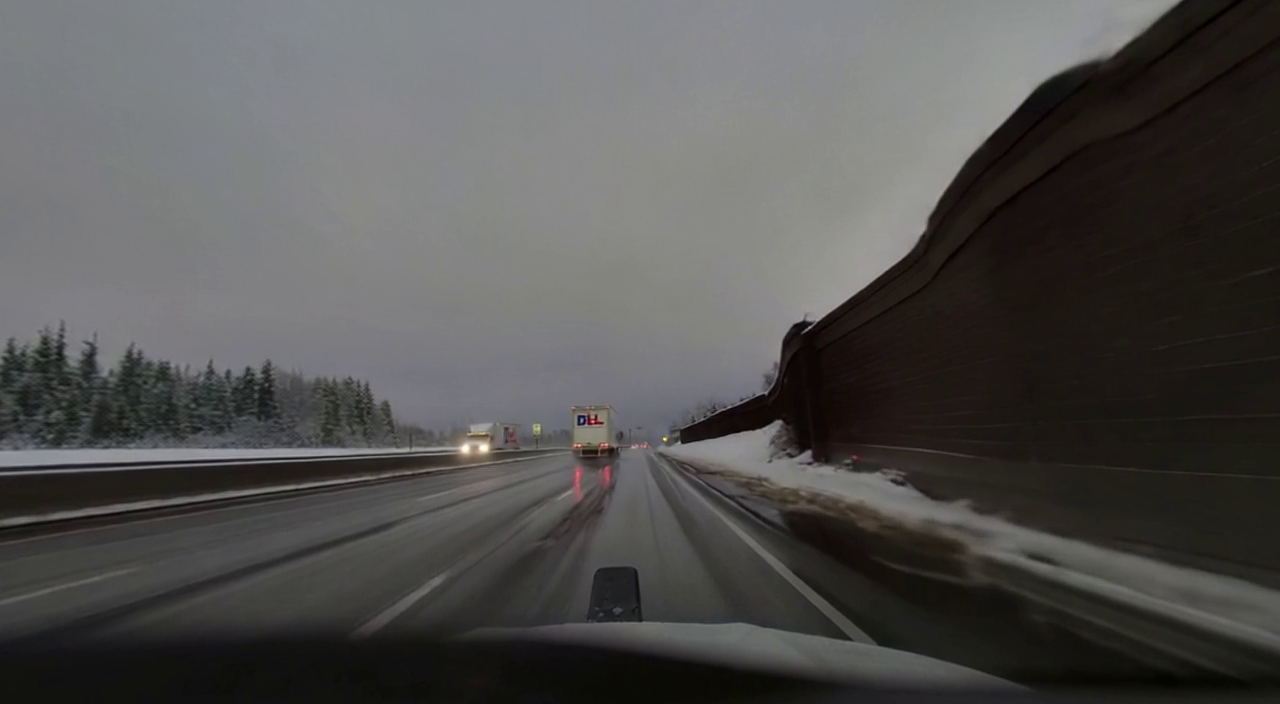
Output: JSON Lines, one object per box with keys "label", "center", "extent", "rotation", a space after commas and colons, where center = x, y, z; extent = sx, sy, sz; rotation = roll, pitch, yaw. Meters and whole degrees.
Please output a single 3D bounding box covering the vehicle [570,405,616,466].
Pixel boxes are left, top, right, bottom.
{"label": "vehicle", "center": [-3.420, 6.408, 48.033], "extent": [2.796, 4.184, 8.554], "rotation": [0, -8, 1]}
